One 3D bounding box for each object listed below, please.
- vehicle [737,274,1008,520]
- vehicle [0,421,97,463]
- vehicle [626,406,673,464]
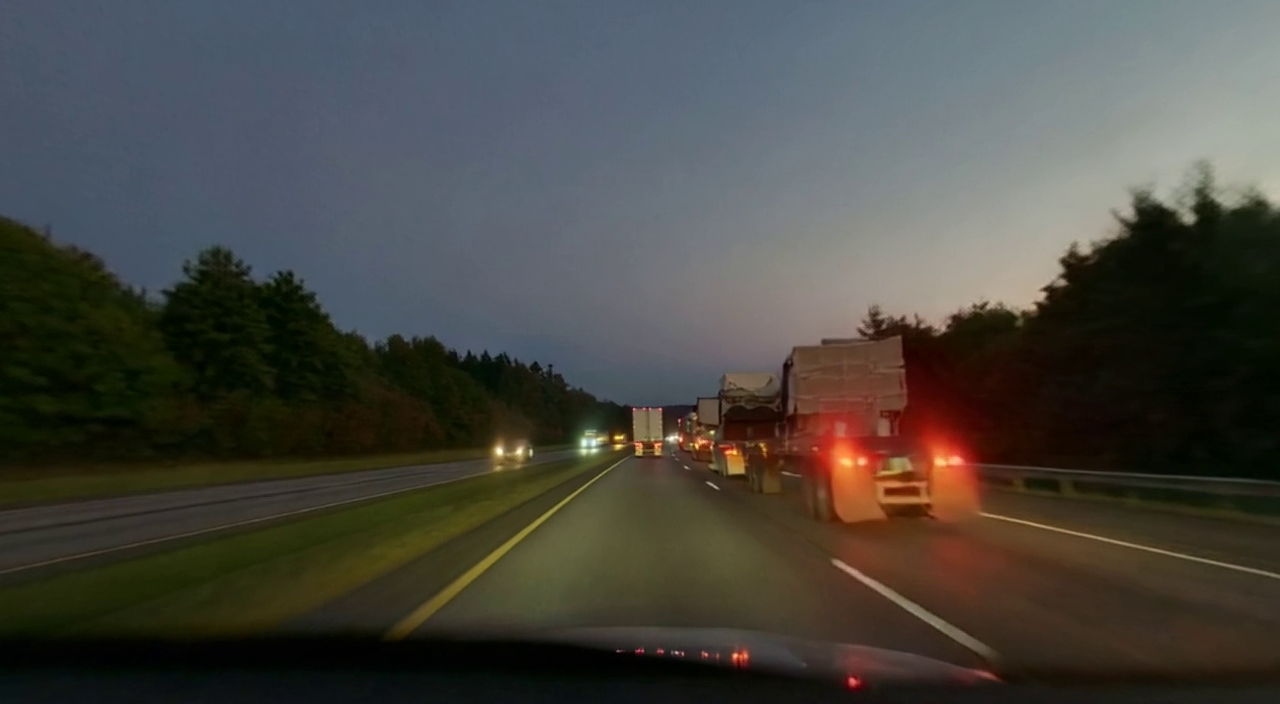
[{"bbox_3d":[4.433,1.287,14.654,2.860,4.036,8.586,0,-8,-1],"label":"vehicle"},{"bbox_3d":[-47.232,6.860,47.826,3.052,2.977,11.341,1,-8,-7],"label":"vehicle"},{"bbox_3d":[0.607,5.238,39.366,2.644,3.247,7.454,-1,-8,1],"label":"vehicle"}]
